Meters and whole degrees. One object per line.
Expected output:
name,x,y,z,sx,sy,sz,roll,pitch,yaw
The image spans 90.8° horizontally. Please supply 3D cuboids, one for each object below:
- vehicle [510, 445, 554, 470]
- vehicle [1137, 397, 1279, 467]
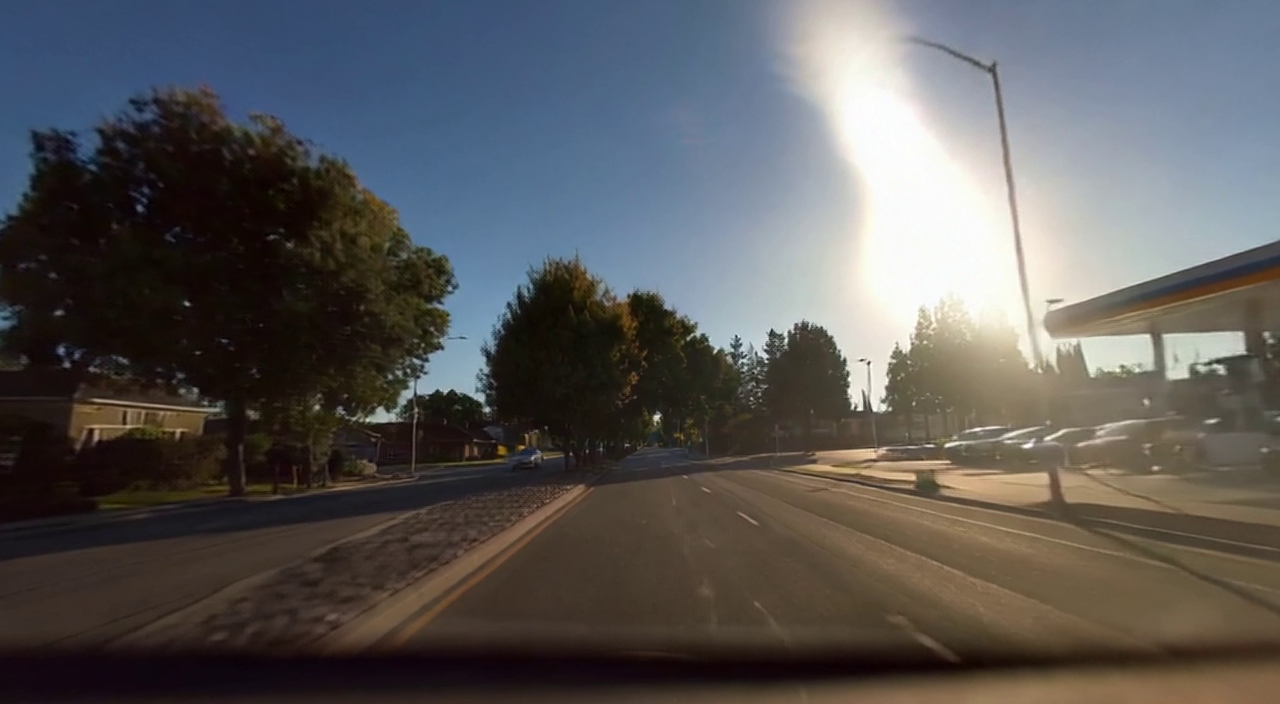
vehicle,-7.108,6.967,41.964,2.079,1.489,4.515,0,-8,1
vehicle,16.620,2.163,17.087,4.594,1.751,2.071,0,-8,-2
